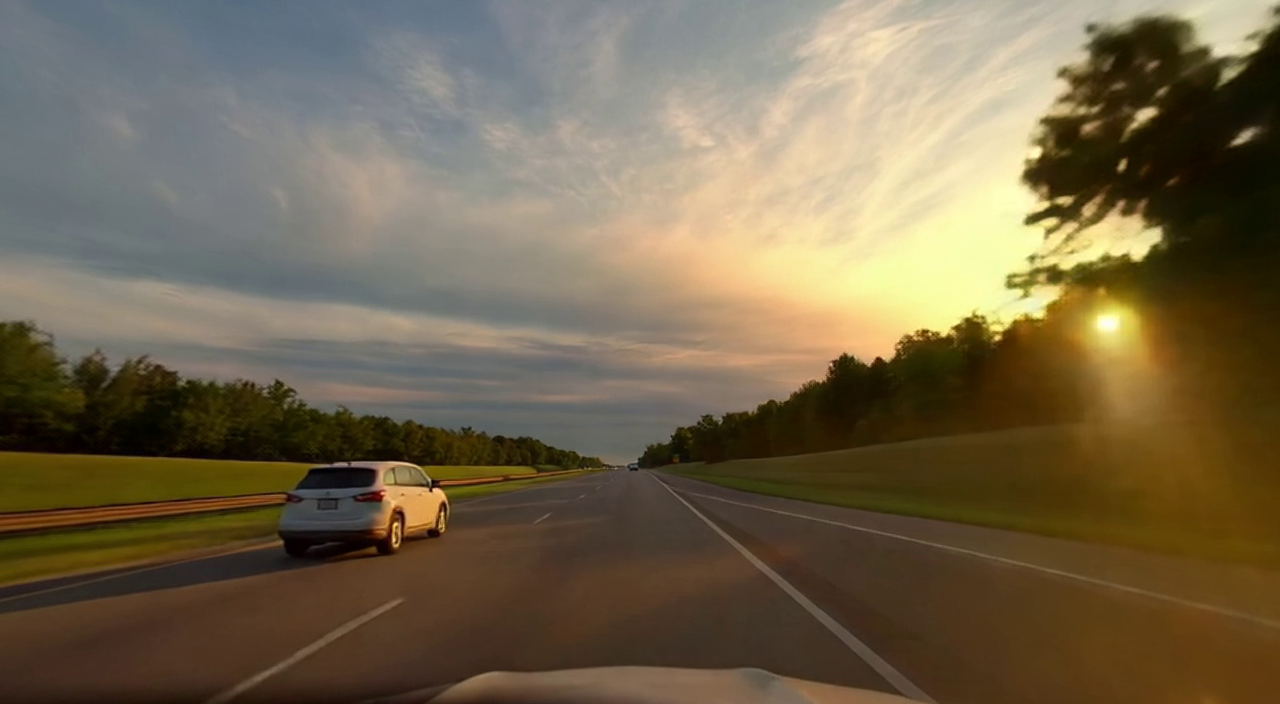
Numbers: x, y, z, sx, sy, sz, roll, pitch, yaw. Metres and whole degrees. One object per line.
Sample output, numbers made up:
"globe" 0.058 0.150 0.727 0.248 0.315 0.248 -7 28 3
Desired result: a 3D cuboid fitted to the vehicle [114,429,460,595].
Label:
"vehicle" -4.165 2.022 8.681 1.928 1.593 4.871 1 -10 0
